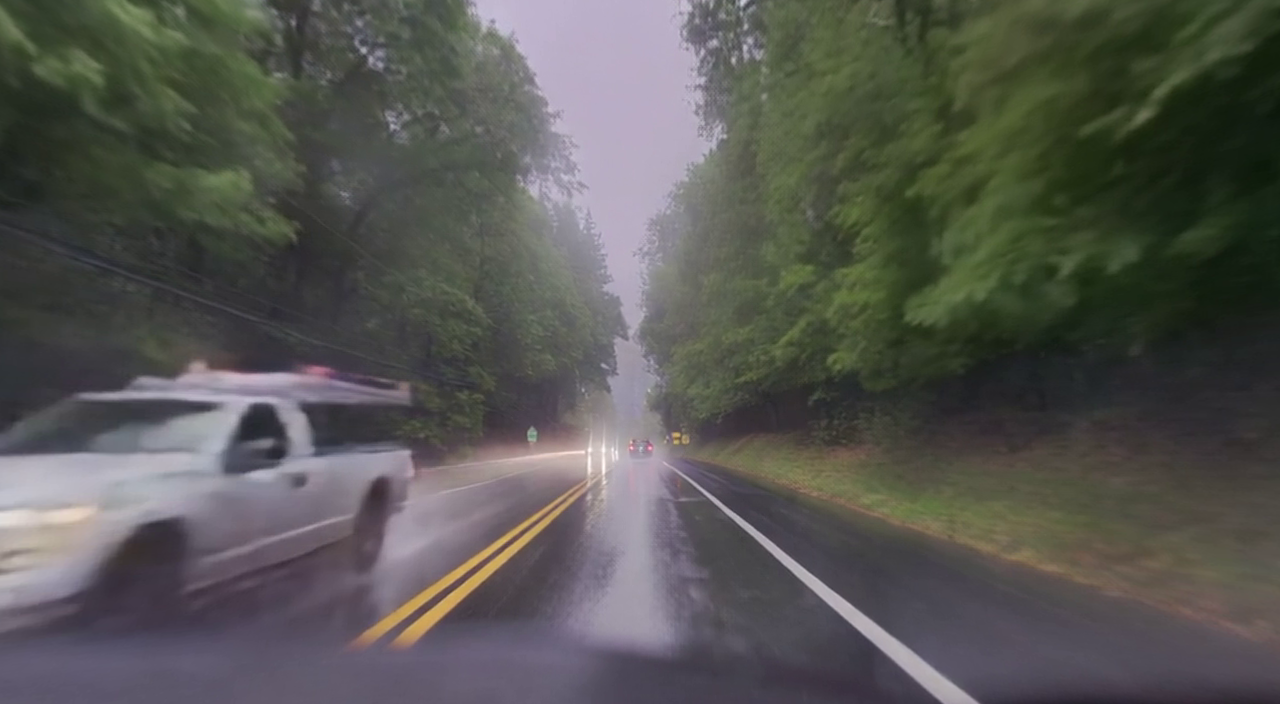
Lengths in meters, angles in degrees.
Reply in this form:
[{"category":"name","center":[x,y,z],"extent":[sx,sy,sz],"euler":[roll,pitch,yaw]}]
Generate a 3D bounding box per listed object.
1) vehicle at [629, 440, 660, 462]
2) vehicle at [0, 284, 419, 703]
[{"category":"vehicle","center":[0.302,6.955,44.353],"extent":[2.067,1.486,3.861],"euler":[0,-9,0]},{"category":"vehicle","center":[-3.987,1.096,4.871],"extent":[2.441,2.113,5.738],"euler":[0,-9,0]}]
